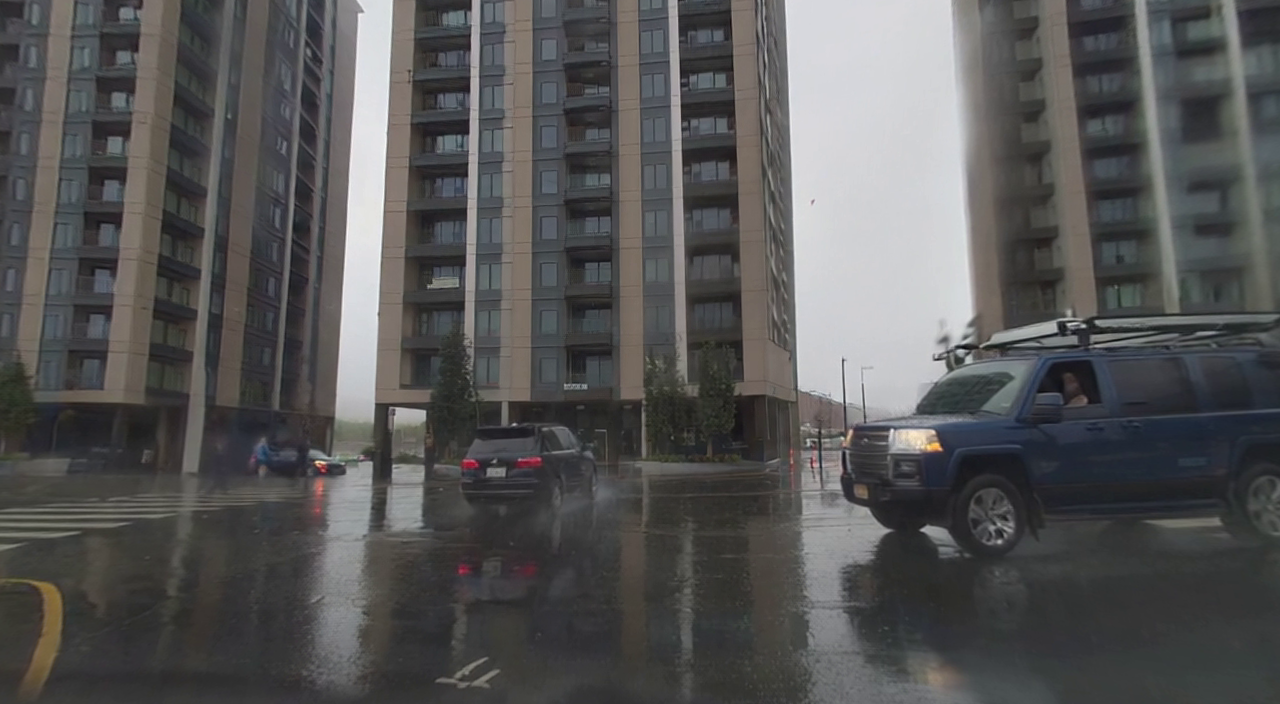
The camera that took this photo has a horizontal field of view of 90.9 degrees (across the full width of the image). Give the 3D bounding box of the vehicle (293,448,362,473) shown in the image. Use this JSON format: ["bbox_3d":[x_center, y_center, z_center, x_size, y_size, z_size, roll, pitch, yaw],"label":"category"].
[{"bbox_3d":[-19.901,6.933,40.303,3.692,1.509,1.803,3,-9,-20],"label":"vehicle"}]

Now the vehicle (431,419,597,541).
[{"bbox_3d":[-1.956,2.157,11.215,2.144,1.733,4.115,0,-8,-1],"label":"vehicle"}]

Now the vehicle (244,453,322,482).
[{"bbox_3d":[-19.458,6.291,34.505,3.467,1.456,1.649,4,-9,-24],"label":"vehicle"}]

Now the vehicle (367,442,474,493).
[{"bbox_3d":[-8.172,4.331,24.024,2.395,1.719,4.549,0,-8,1],"label":"vehicle"}]

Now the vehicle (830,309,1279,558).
[{"bbox_3d":[6.373,1.060,8.250,6.932,2.753,2.446,0,-8,1],"label":"vehicle"}]
